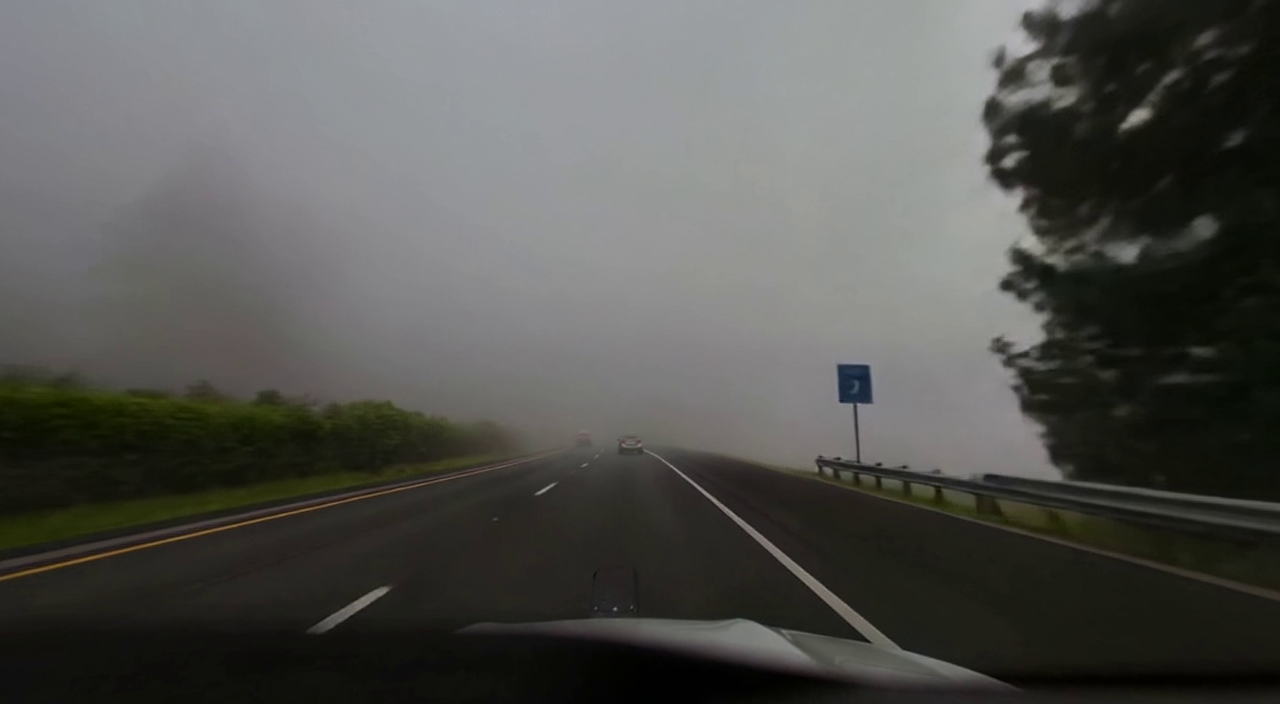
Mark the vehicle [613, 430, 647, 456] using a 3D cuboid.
[{"bbox_3d":[-0.684,5.831,40.509,2.041,1.618,3.898,0,-8,-2],"label":"vehicle"}]
